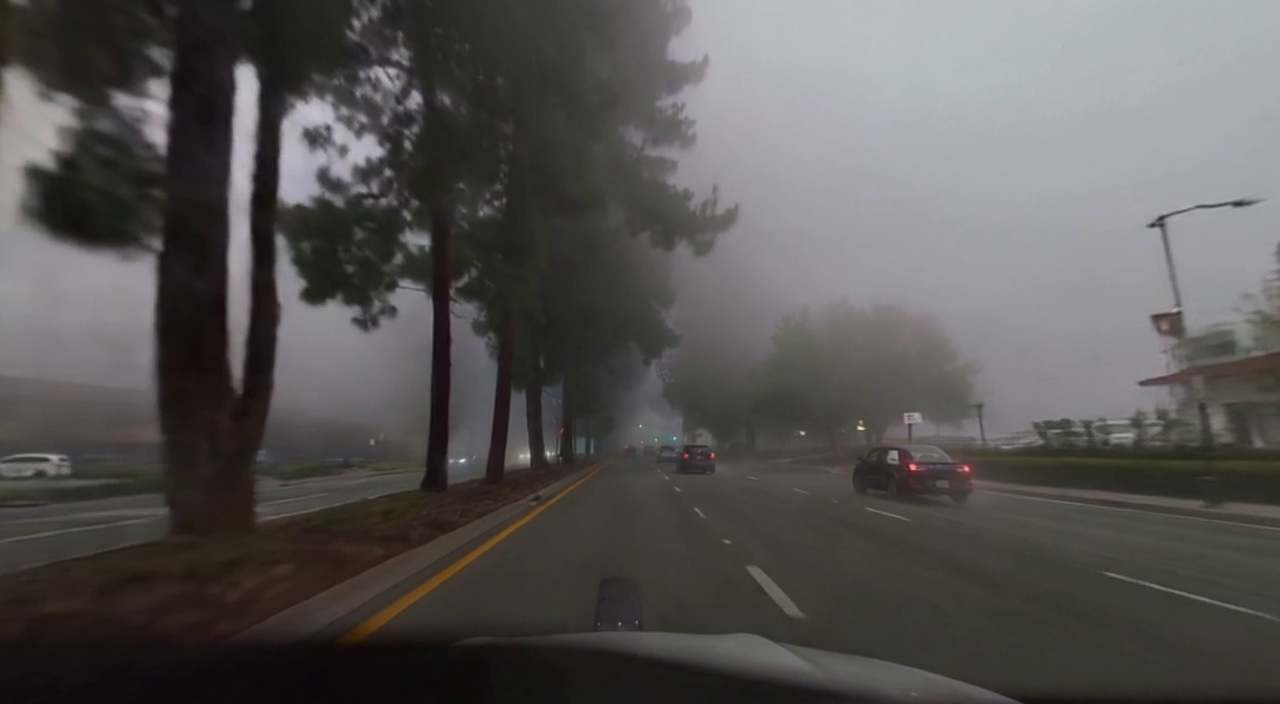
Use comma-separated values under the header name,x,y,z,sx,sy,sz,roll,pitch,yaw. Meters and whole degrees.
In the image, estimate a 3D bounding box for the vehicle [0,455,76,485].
name,x,y,z,sx,sy,sz,roll,pitch,yaw
vehicle,-40.968,7.782,41.694,4.798,1.848,2.270,1,-9,-3

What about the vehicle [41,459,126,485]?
name,x,y,z,sx,sy,sz,roll,pitch,yaw
vehicle,-40.088,8.611,45.399,4.200,1.688,1.983,1,-8,-1

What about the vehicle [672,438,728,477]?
name,x,y,z,sx,sy,sz,roll,pitch,yaw
vehicle,2.698,4.864,29.236,2.161,1.676,4.151,0,-9,-1

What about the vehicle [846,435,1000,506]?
name,x,y,z,sx,sy,sz,roll,pitch,yaw
vehicle,6.863,2.897,15.831,1.886,1.528,4.169,0,-9,-1
